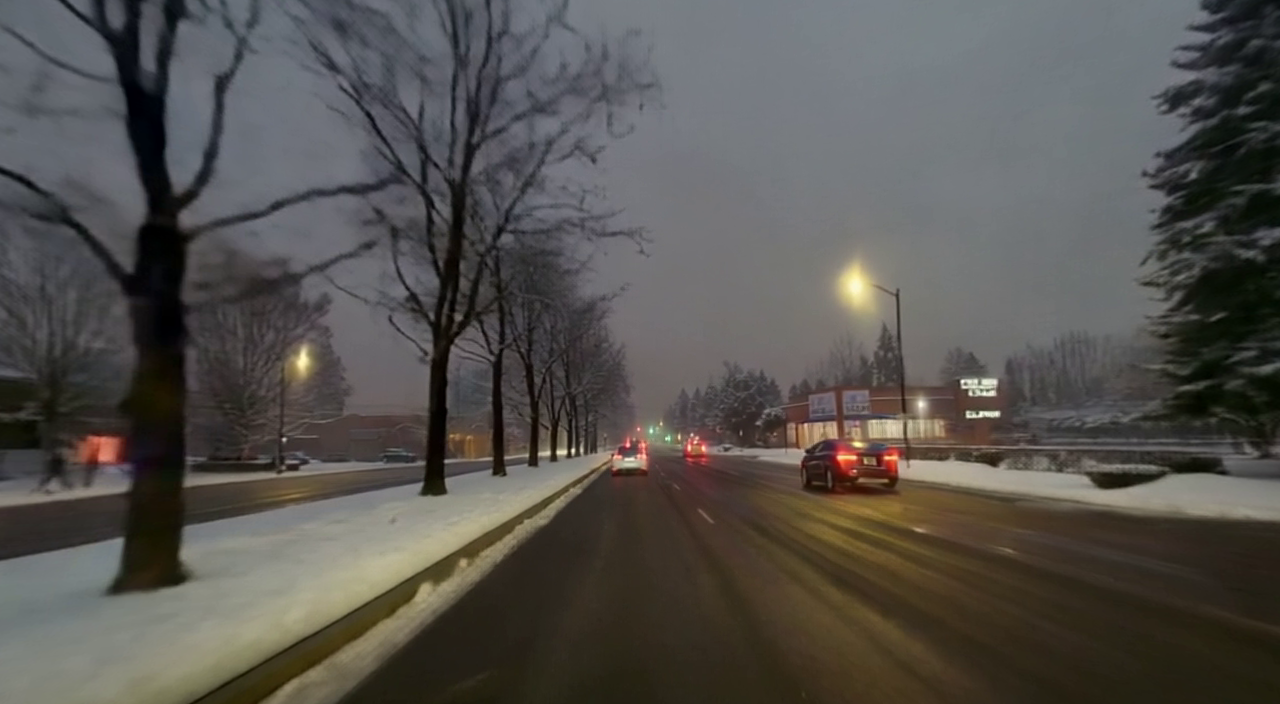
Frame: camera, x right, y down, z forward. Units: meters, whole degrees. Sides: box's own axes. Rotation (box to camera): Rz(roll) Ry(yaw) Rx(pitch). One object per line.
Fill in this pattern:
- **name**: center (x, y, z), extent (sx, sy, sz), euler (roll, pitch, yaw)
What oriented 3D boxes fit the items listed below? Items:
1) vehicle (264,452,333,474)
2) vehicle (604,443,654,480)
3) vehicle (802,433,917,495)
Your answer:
- **vehicle**: center (-24.463, 7.928, 45.111), extent (3.898, 1.459, 1.680), euler (1, -8, -2)
- **vehicle**: center (-0.441, 4.560, 26.500), extent (1.970, 1.402, 3.756), euler (0, -8, 0)
- **vehicle**: center (6.408, 3.304, 18.926), extent (1.949, 1.647, 3.894), euler (0, -8, -2)
